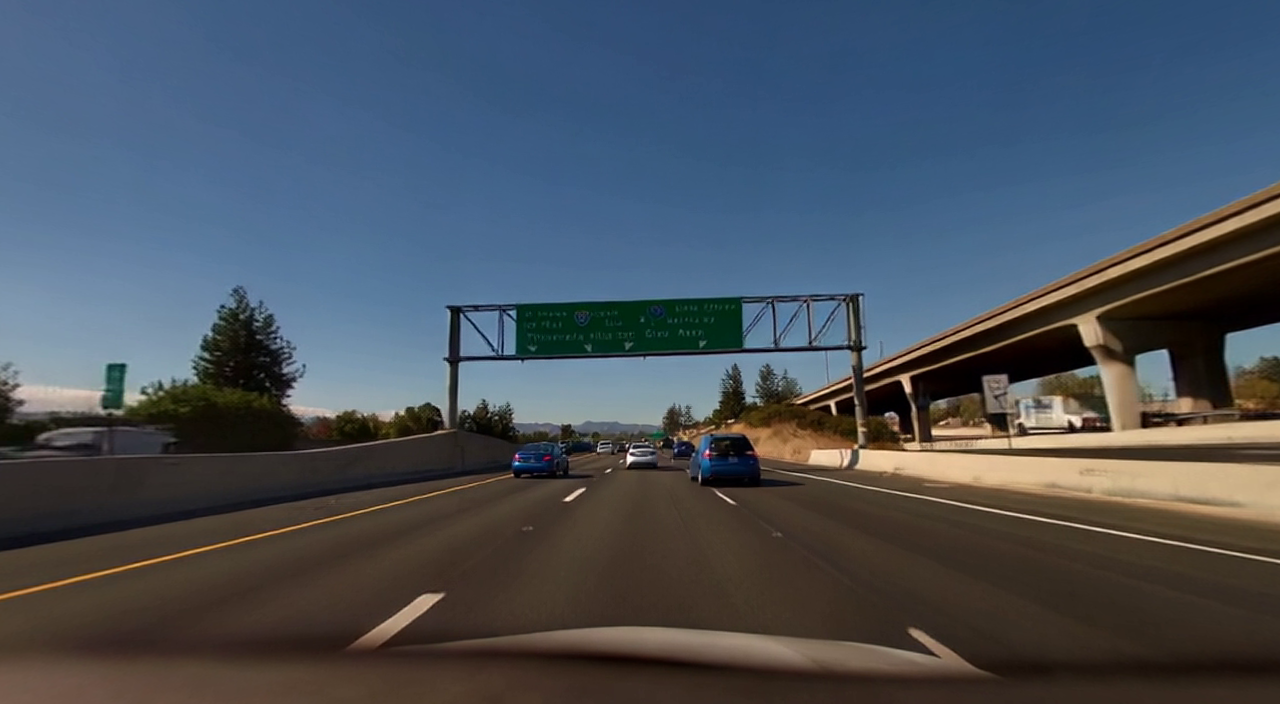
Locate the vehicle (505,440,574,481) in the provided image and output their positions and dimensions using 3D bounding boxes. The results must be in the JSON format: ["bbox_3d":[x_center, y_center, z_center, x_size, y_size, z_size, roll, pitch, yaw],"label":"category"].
[{"bbox_3d":[-3.959,4.337,25.531,2.031,1.491,4.145,0,-8,1],"label":"vehicle"}]

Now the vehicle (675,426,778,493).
[{"bbox_3d":[2.398,3.144,18.690,2.202,1.748,4.158,1,-8,-4],"label":"vehicle"}]

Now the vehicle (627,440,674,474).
[{"bbox_3d":[0.490,4.978,30.105,2.089,1.493,3.964,0,-8,0],"label":"vehicle"}]
